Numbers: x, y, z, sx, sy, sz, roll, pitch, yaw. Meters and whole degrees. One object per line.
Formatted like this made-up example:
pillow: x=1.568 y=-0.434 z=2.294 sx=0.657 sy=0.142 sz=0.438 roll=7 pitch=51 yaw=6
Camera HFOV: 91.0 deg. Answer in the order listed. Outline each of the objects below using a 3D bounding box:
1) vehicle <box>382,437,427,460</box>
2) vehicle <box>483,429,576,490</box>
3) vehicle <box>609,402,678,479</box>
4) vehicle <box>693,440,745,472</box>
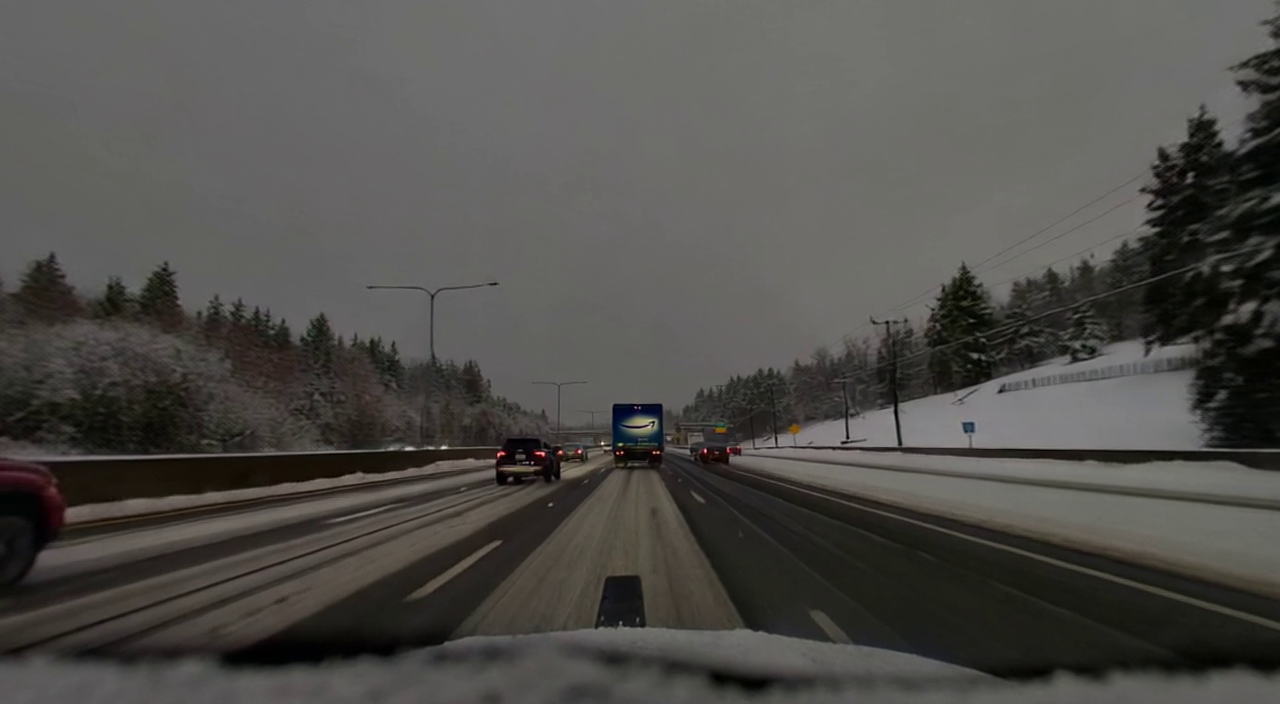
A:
vehicle: x=-15.798 y=6.482 z=42.417 sx=1.579 sy=1.453 sz=3.576 roll=0 pitch=-8 yaw=2
vehicle: x=-3.311 y=3.334 z=19.772 sx=2.095 sy=1.688 sz=4.188 roll=0 pitch=-9 yaw=0
vehicle: x=0.129 y=3.603 z=25.449 sx=2.456 sy=2.705 sz=6.251 roll=0 pitch=-9 yaw=0
vehicle: x=4.017 y=5.369 z=32.672 sx=1.970 sy=1.499 sz=4.491 roll=1 pitch=-9 yaw=-2
